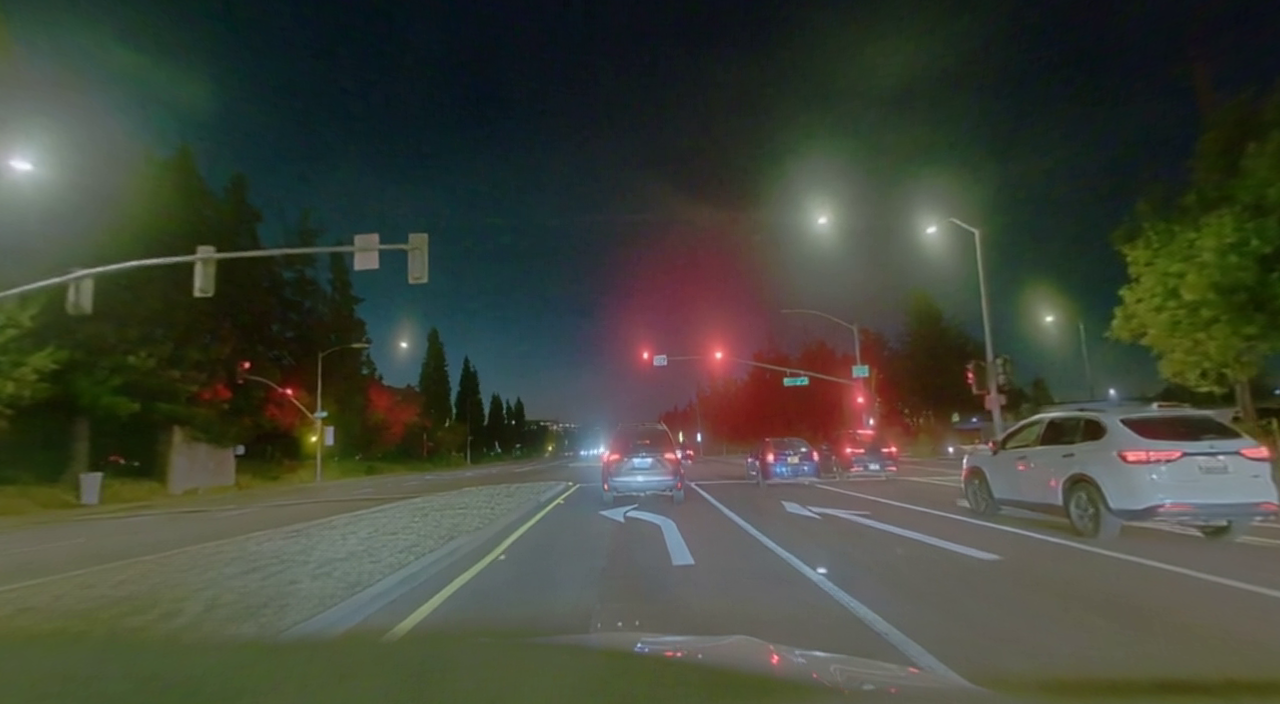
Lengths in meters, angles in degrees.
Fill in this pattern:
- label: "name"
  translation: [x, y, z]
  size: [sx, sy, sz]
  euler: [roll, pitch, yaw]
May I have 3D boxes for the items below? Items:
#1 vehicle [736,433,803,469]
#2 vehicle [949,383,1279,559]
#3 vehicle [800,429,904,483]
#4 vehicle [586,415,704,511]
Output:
- label: "vehicle"
  translation: [6.864, 5.361, 34.165]
  size: [2.440, 1.775, 4.791]
  euler: [0, -9, -2]
- label: "vehicle"
  translation: [7.127, 1.668, 9.479]
  size: [2.251, 1.873, 5.346]
  euler: [0, -9, 0]
- label: "vehicle"
  translation: [7.103, 3.536, 21.664]
  size: [2.025, 1.642, 4.189]
  euler: [0, -9, -1]
- label: "vehicle"
  translation: [0.061, 2.527, 14.777]
  size: [2.353, 1.894, 4.122]
  euler: [0, -9, -1]
